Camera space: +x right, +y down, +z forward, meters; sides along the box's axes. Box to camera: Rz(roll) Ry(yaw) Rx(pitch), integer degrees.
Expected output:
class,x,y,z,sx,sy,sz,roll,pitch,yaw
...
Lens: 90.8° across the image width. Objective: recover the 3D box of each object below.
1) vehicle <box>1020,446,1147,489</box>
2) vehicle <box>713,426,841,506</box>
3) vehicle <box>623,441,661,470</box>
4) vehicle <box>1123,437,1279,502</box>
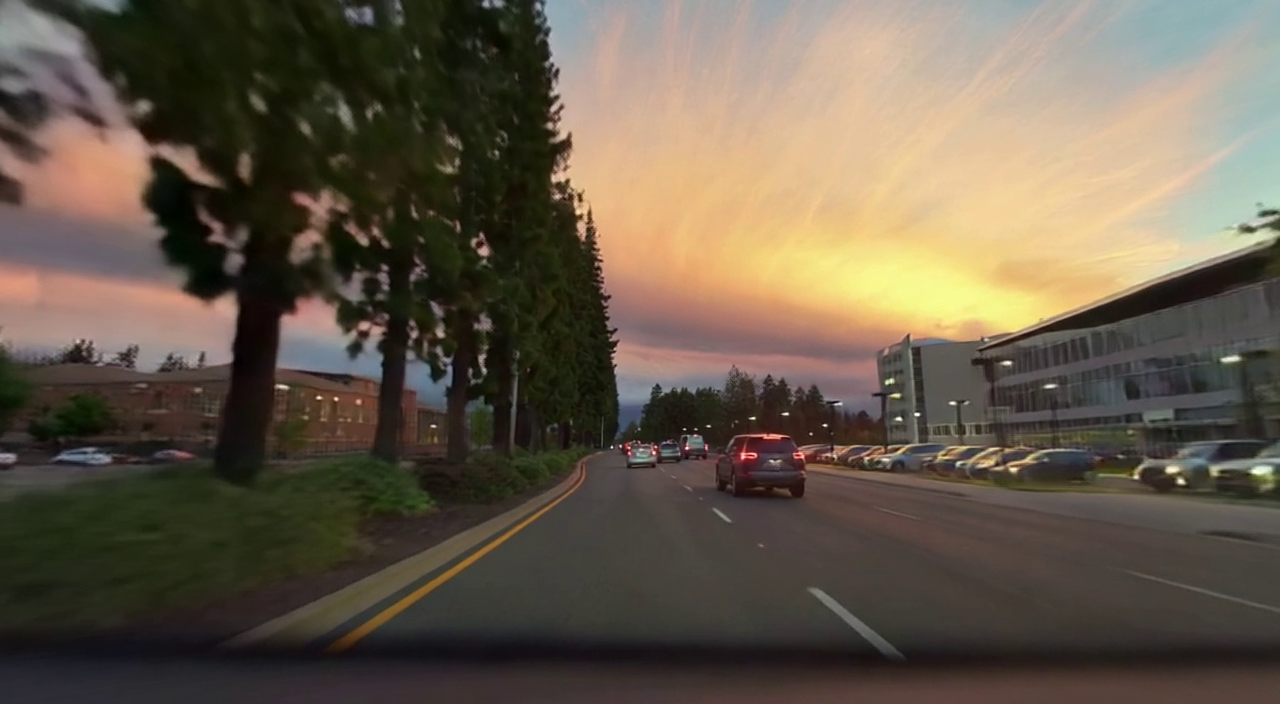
class,x,y,z,sx,sy,sz,roll,pitch,yaw
vehicle,17.458,4.519,24.899,3.958,1.524,2.061,3,-10,-20
vehicle,3.425,2.998,16.944,2.235,1.806,4.818,0,-9,-1
vehicle,0.101,6.144,37.638,2.145,1.572,4.021,0,-9,-1
vehicle,16.473,3.328,18.364,1.914,1.644,4.378,-2,-8,10
